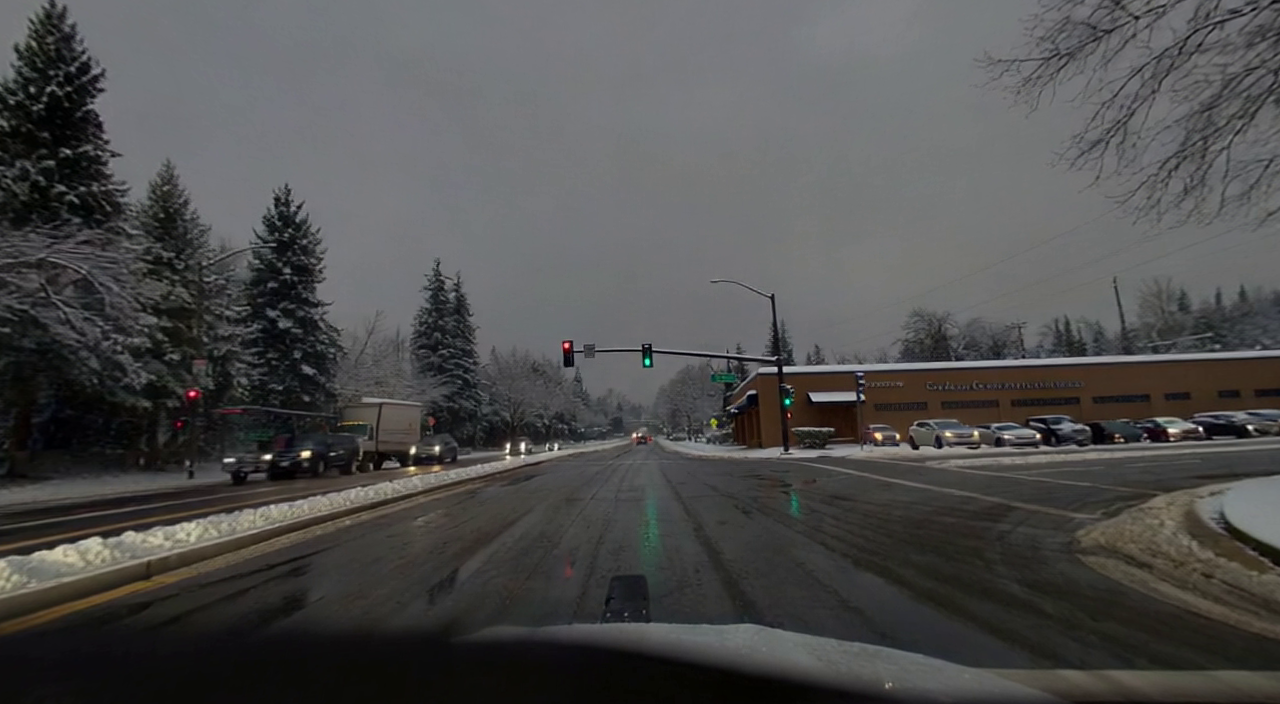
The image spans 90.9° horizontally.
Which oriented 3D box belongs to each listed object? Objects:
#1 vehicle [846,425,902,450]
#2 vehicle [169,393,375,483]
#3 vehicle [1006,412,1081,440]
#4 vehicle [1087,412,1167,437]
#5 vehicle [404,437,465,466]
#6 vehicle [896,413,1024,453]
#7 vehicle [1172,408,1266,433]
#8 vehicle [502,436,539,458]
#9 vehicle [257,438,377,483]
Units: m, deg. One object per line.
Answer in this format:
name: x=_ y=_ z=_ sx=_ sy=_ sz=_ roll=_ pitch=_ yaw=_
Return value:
vehicle: x=17.185 y=6.306 z=46.376 sx=3.329 sy=1.415 sz=1.821 roll=-6 pitch=-9 yaw=2
vehicle: x=-16.567 y=4.151 z=29.933 sx=3.161 sy=3.455 sz=11.058 roll=0 pitch=-8 yaw=0
vehicle: x=26.313 y=4.882 z=41.282 sx=2.011 sy=1.656 sz=4.163 roll=0 pitch=-8 yaw=-3
vehicle: x=31.386 y=4.729 z=40.773 sx=1.823 sy=1.480 sz=4.003 roll=0 pitch=-8 yaw=-4
vehicle: x=-12.325 y=5.993 z=38.167 sx=2.181 sy=1.653 sz=4.468 roll=0 pitch=-8 yaw=0
vehicle: x=14.081 y=3.597 z=27.945 sx=4.566 sy=1.670 sz=2.000 roll=0 pitch=-8 yaw=-2
vehicle: x=38.420 y=4.616 z=41.970 sx=1.715 sy=1.480 sz=4.701 roll=0 pitch=-8 yaw=-1
vehicle: x=-9.260 y=7.413 z=49.149 sx=2.026 sy=1.616 sz=4.199 roll=0 pitch=-8 yaw=1
vehicle: x=-12.028 y=4.061 z=23.920 sx=1.996 sy=1.482 sz=4.772 roll=0 pitch=-8 yaw=0
